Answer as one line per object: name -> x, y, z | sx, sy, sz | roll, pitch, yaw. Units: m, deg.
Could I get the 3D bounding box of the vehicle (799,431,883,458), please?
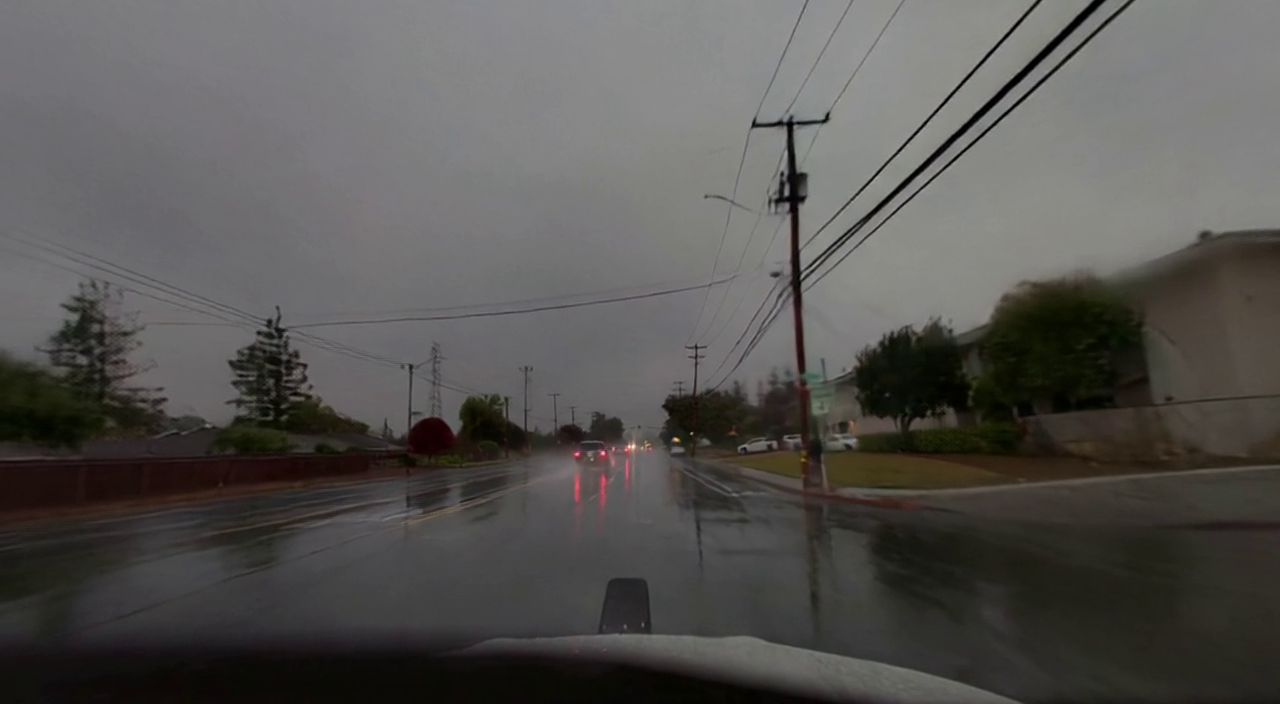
vehicle -> 12.043, 5.609, 37.975 | 2.212, 1.404, 4.283 | 2, -10, -33

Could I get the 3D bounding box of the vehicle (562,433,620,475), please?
vehicle -> -2.317, 5.016, 31.104 | 2.327, 1.861, 4.941 | 0, -9, 2
